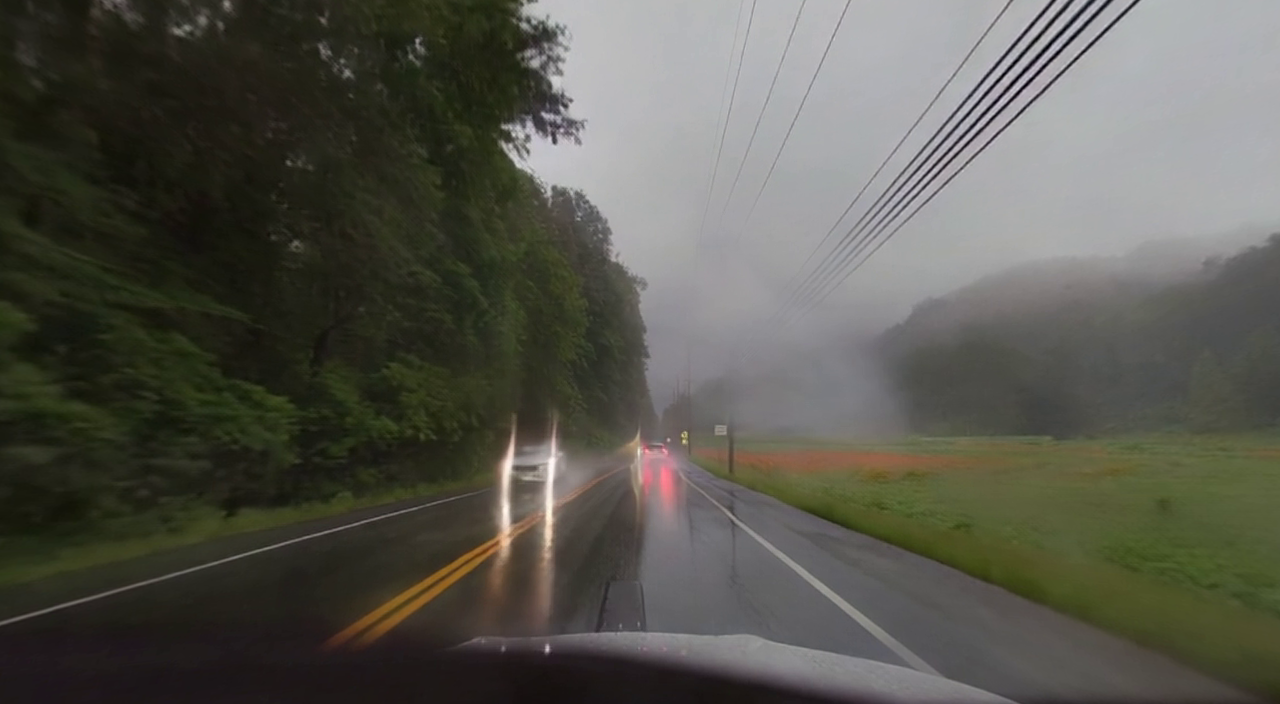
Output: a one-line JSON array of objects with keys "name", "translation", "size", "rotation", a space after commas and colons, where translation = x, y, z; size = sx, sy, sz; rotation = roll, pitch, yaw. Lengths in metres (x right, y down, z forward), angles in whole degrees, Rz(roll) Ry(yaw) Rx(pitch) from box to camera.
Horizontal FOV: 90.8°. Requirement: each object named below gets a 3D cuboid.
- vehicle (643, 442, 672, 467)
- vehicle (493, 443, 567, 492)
[{"name": "vehicle", "translation": [1.276, 7.690, 47.640], "size": [2.083, 1.767, 4.448], "rotation": [0, -9, 1]}, {"name": "vehicle", "translation": [-3.775, 4.020, 22.311], "size": [1.894, 1.537, 3.642], "rotation": [0, -9, 0]}]
